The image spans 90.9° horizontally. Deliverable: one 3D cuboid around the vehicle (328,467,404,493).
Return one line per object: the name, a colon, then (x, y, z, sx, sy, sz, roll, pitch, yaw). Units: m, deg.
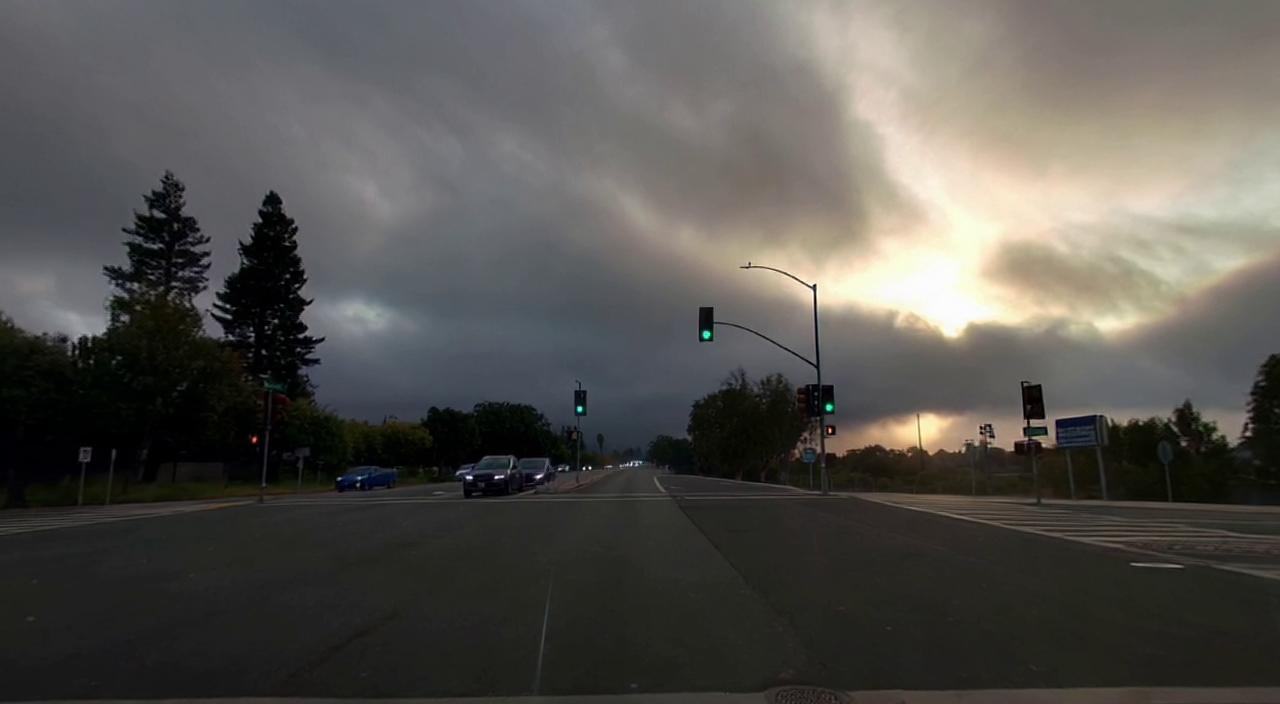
vehicle: (-18.401, 8.603, 42.537, 2.029, 1.500, 4.491, -4, -9, 24)

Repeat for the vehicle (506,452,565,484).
vehicle: (-5.237, 5.864, 32.117, 2.107, 1.456, 4.728, 0, -8, 1)

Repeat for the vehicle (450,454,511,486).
vehicle: (-8.030, 5.974, 32.087, 1.960, 1.433, 4.213, 0, -8, 1)
